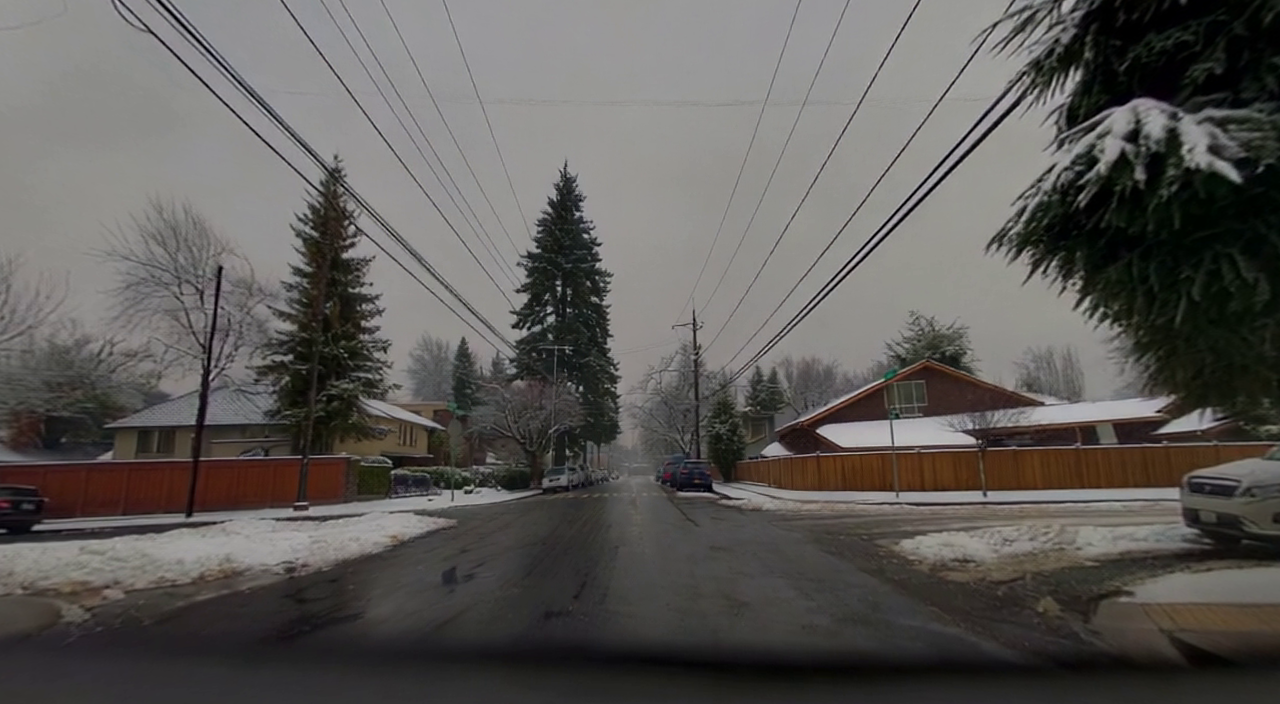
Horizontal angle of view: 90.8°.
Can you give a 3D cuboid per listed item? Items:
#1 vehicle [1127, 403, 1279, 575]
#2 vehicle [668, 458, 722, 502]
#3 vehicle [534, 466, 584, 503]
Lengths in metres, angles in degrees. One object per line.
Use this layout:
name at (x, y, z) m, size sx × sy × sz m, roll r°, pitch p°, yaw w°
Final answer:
vehicle at (9.703, 1.702, 8.213) m, size 4.677 × 1.949 × 2.334 m, roll -1°, pitch -9°, yaw 3°
vehicle at (2.582, 6.129, 30.696) m, size 2.051 × 1.874 × 4.459 m, roll 0°, pitch -9°, yaw -2°
vehicle at (-4.312, 7.128, 34.216) m, size 2.189 × 1.771 × 4.571 m, roll 0°, pitch -10°, yaw -1°
